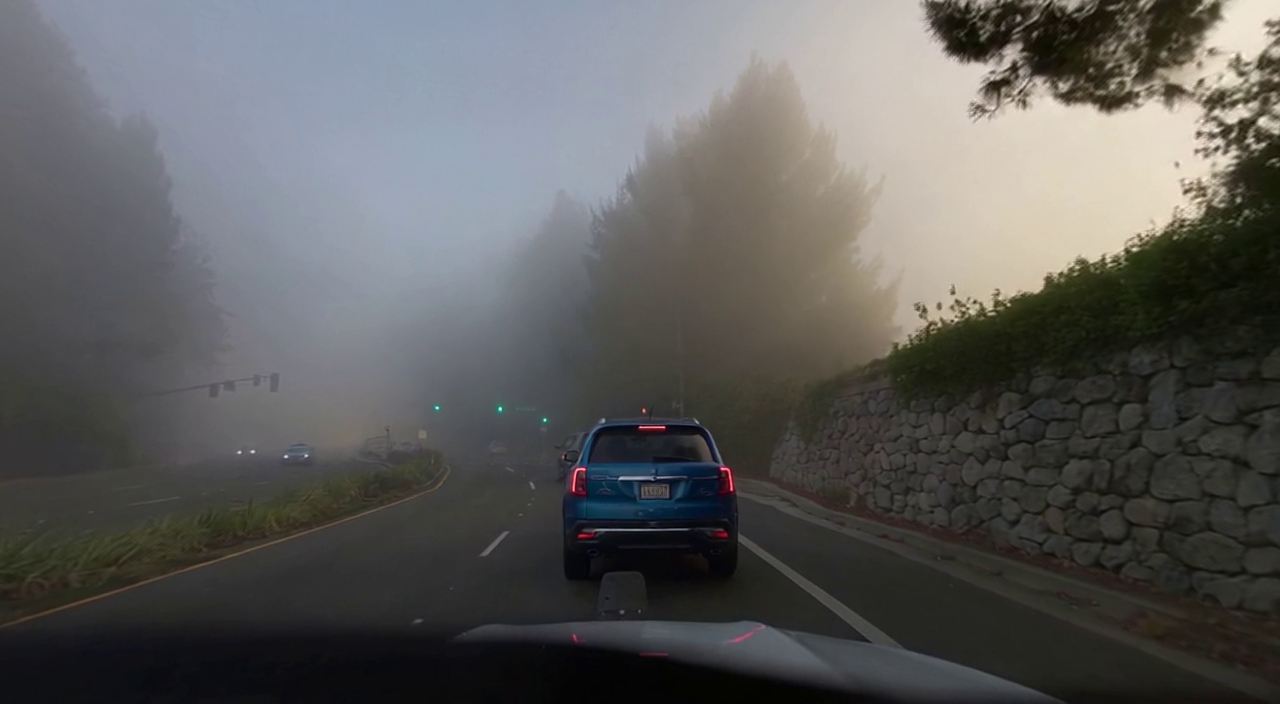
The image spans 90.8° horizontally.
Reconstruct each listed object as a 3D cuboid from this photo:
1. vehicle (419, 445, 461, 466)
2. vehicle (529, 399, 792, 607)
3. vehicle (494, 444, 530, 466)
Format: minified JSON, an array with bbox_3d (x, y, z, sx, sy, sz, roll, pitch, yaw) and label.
[{"bbox_3d":[-15.338,7.879,48.228,2.023,1.474,4.286,5,-10,-31],"label":"vehicle"},{"bbox_3d":[-0.002,1.610,7.683,2.287,1.762,4.269,1,-8,-5],"label":"vehicle"},{"bbox_3d":[-9.505,7.549,46.556,1.837,1.483,4.559,3,-9,-21],"label":"vehicle"}]
